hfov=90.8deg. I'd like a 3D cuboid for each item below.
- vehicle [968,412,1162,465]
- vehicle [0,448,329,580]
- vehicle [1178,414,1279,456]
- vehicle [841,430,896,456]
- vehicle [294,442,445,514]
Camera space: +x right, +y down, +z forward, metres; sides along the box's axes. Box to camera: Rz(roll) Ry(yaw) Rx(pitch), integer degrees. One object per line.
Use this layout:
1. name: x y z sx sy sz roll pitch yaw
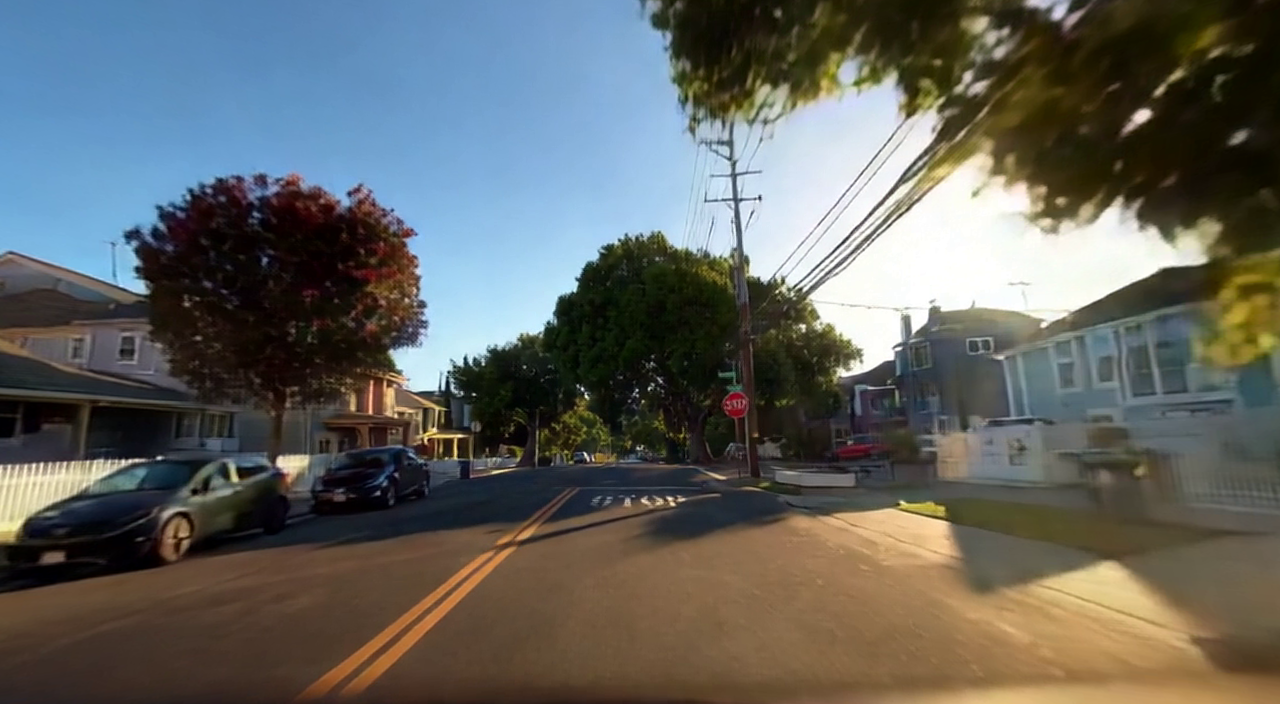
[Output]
1. vehicle: 16.757 3.458 25.187 6.022 1.953 2.250 0 -8 1
2. vehicle: -6.867 2.224 9.590 2.056 1.481 4.451 0 -8 -1
3. vehicle: 24.510 3.349 25.349 4.031 1.624 1.896 0 -8 -1
4. vehicle: 15.706 6.331 43.679 2.025 1.689 4.342 0 -8 -2
5. vehicle: -6.735 3.151 16.312 2.026 1.560 4.062 -1 -8 1
